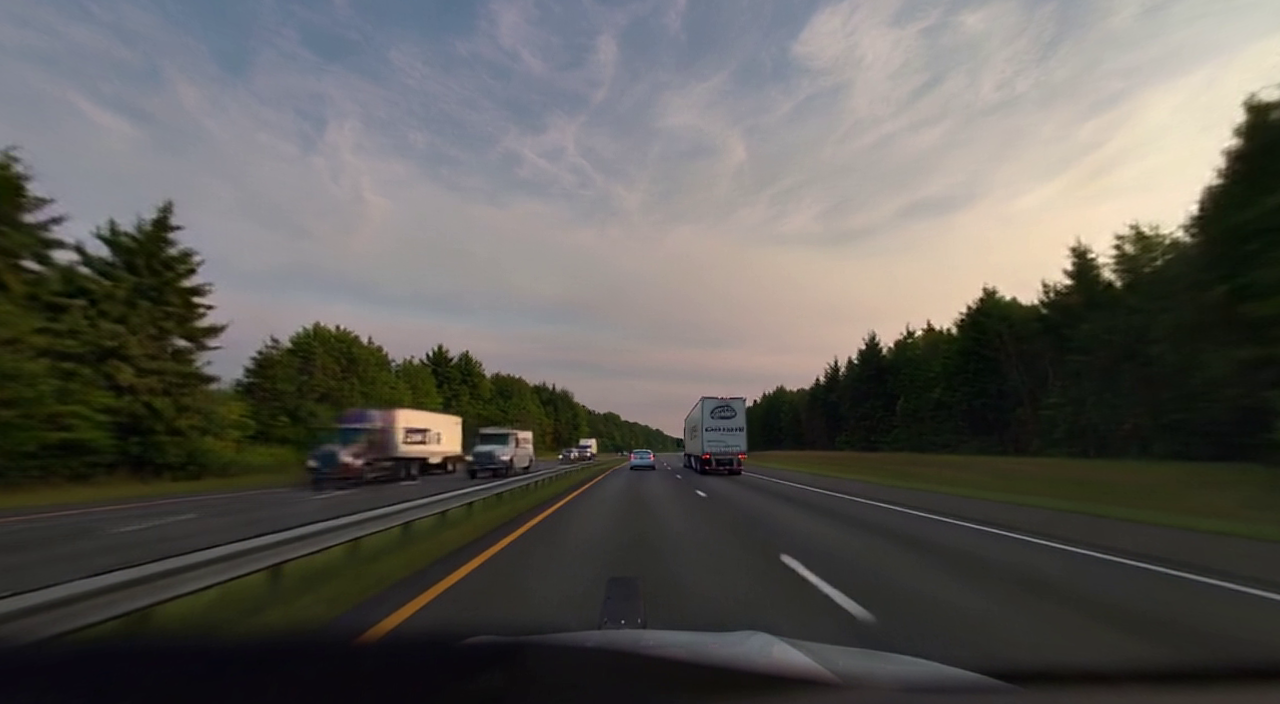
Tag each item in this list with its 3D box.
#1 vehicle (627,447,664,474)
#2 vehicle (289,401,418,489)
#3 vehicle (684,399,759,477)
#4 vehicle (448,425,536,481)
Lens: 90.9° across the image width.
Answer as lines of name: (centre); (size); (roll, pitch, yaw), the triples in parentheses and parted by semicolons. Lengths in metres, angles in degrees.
vehicle: (0.351, 6.344, 37.134); (2.074, 1.475, 3.960); (0, -9, 1)
vehicle: (-12.911, 4.297, 29.112); (3.001, 3.604, 5.968); (0, -9, 1)
vehicle: (4.803, 5.621, 40.336); (2.909, 4.074, 14.457); (0, -9, 0)
vehicle: (-8.225, 5.779, 36.123); (3.033, 2.814, 7.504); (0, -9, 1)
